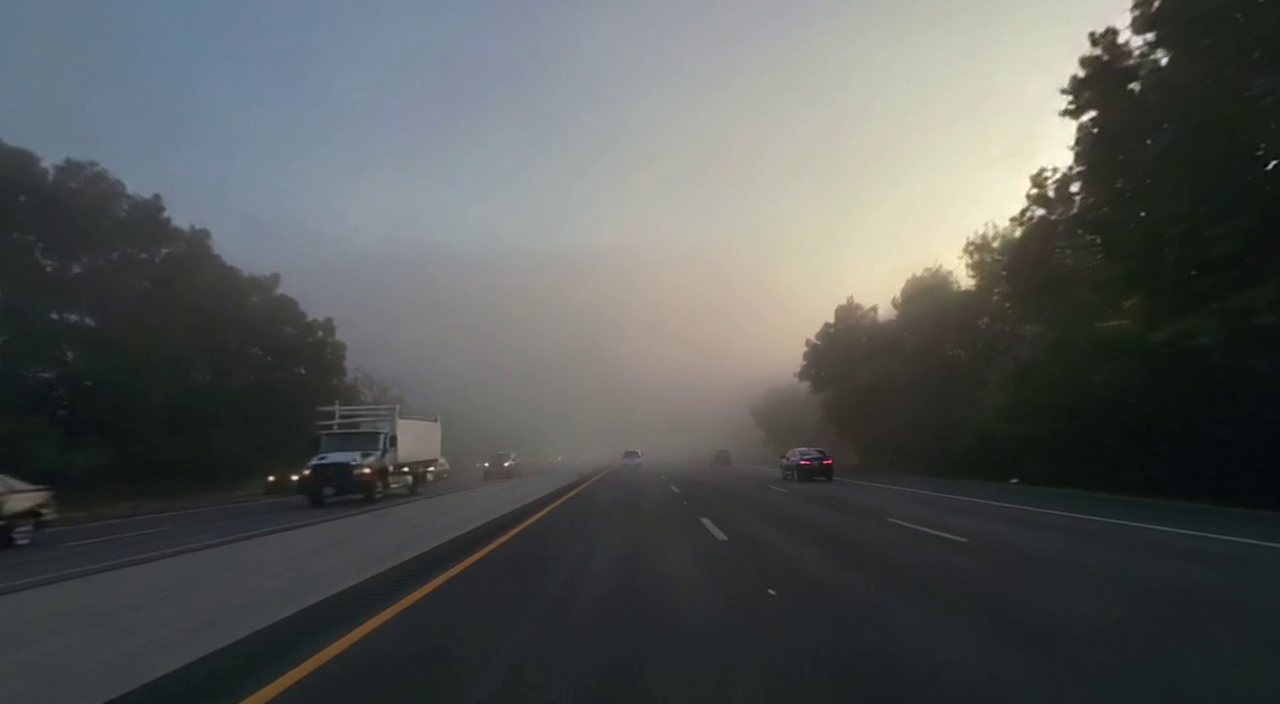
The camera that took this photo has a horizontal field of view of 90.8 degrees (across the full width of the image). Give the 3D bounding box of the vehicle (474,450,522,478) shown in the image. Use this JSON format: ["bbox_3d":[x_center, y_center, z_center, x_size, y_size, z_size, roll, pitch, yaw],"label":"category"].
[{"bbox_3d":[-8.826,6.980,39.672,1.997,1.658,4.291,0,-9,0],"label":"vehicle"}]

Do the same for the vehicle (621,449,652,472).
[{"bbox_3d":[-0.255,7.376,43.042,2.021,1.507,4.272,0,-9,0],"label":"vehicle"}]

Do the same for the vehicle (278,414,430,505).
[{"bbox_3d":[-8.872,3.415,20.347,2.207,2.457,5.719,0,-9,0],"label":"vehicle"}]

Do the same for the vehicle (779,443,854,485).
[{"bbox_3d":[7.221,4.620,26.249,1.903,1.566,3.866,0,-9,-1],"label":"vehicle"}]
